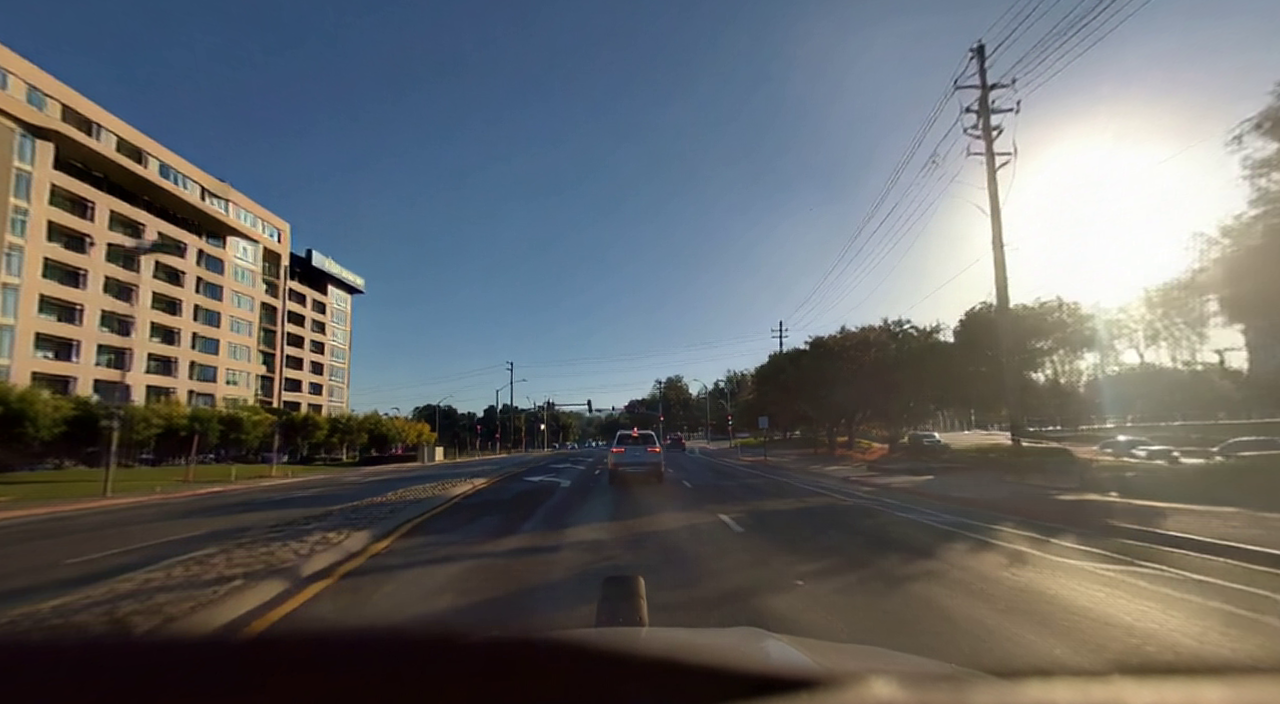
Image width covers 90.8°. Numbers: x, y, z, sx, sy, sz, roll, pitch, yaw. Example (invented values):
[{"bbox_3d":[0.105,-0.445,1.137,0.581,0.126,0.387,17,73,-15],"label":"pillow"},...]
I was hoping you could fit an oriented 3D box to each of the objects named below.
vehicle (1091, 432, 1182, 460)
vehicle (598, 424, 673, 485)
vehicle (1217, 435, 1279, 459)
[{"bbox_3d":[32.387,6.157,41.443,1.961,1.745,4.981,0,-8,1],"label":"vehicle"},{"bbox_3d":[-0.132,3.325,20.710,2.189,1.776,4.342,0,-8,0],"label":"vehicle"},{"bbox_3d":[41.916,6.336,42.521,1.837,1.455,4.531,-2,-8,1],"label":"vehicle"}]
